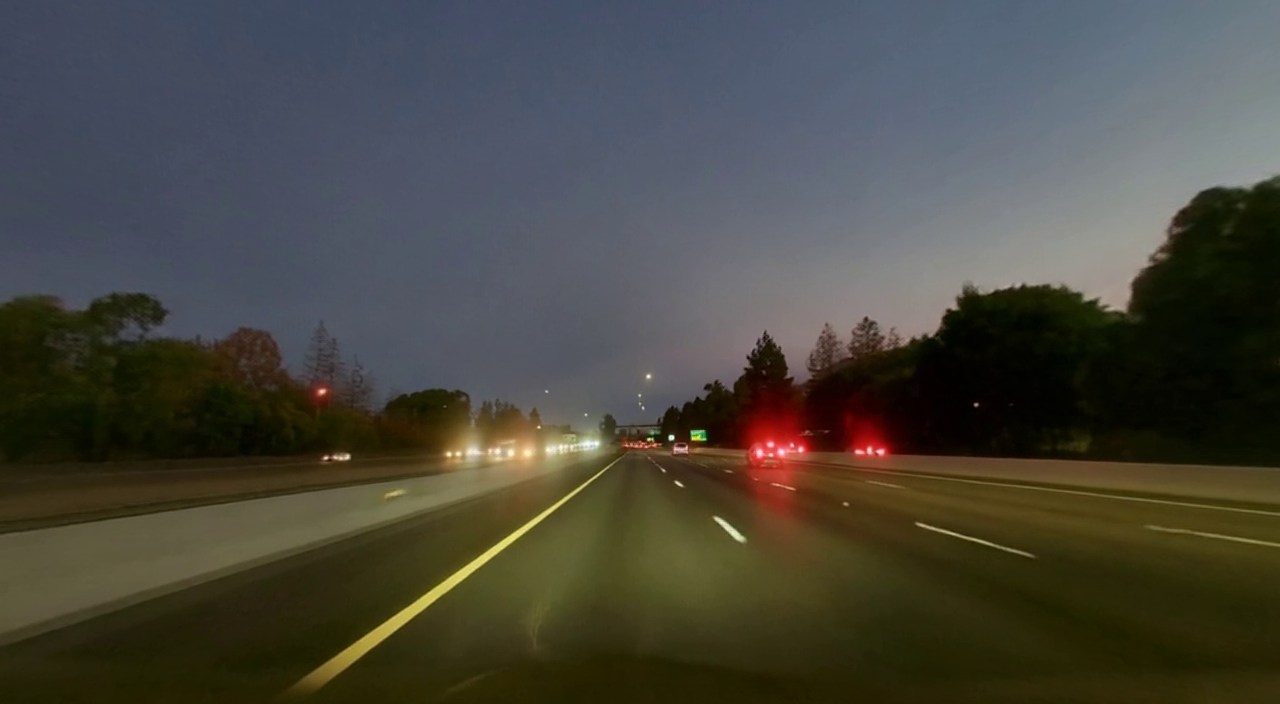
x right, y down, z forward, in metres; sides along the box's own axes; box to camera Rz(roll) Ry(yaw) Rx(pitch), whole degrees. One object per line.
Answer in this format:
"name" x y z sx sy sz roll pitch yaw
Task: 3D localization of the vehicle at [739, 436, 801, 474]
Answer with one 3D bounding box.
"vehicle" 6.236 4.974 30.790 2.030 1.706 4.279 0 -9 -1
